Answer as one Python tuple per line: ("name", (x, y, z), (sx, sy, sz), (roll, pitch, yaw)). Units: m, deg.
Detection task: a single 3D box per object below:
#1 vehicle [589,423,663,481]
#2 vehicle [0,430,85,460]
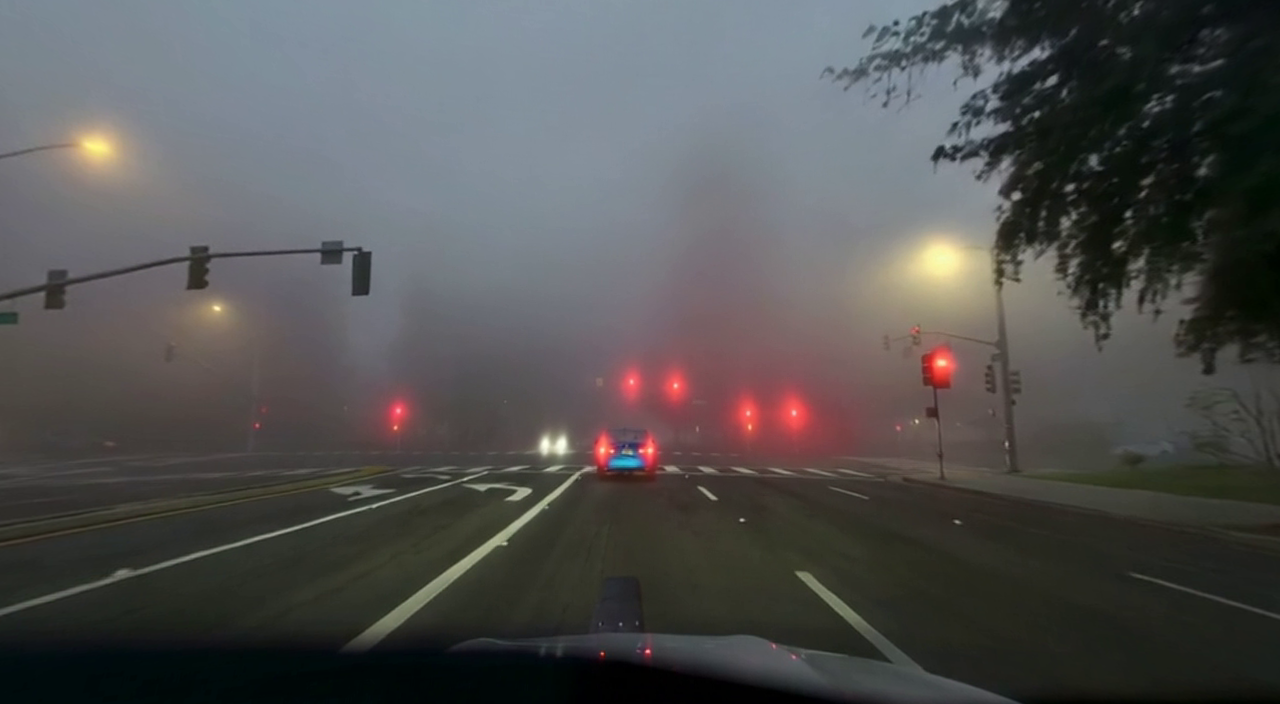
("vehicle", (-0.435, 3.078, 19.733), (2.066, 1.618, 3.922), (0, -8, -1))
("vehicle", (-36.376, 5.511, 37.461), (4.912, 1.731, 2.022), (0, -8, -1))
